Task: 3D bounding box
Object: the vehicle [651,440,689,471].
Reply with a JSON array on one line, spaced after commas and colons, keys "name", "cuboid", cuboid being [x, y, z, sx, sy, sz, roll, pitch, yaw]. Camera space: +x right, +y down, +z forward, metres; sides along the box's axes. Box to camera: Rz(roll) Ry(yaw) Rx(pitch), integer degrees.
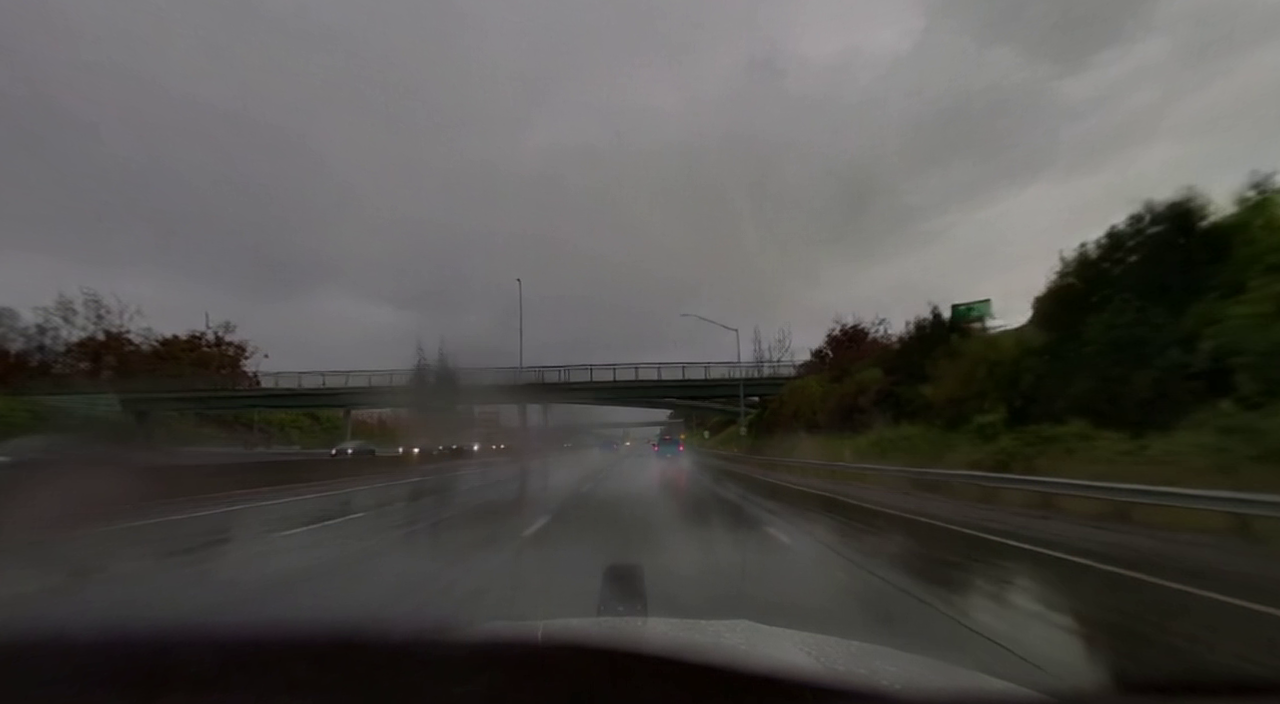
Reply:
[{"name": "vehicle", "cuboid": [1.626, 5.836, 35.865, 2.010, 1.637, 4.940, 0, -8, 1]}]
